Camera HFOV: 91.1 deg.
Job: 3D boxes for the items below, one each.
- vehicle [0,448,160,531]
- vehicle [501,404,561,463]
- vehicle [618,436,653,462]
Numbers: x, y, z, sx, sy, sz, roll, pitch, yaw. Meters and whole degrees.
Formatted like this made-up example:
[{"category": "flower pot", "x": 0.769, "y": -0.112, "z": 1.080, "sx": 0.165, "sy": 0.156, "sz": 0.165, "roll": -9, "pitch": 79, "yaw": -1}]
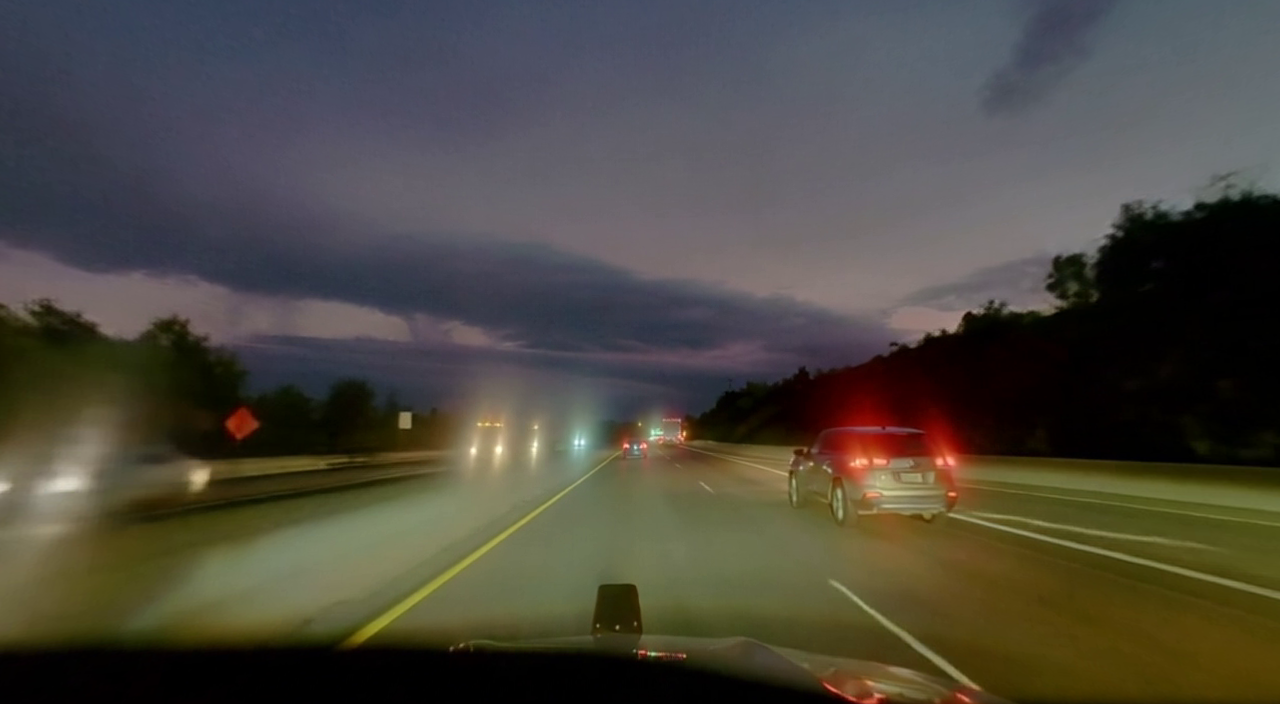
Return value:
[{"category": "vehicle", "x": -12.803, "y": 2.812, "z": 13.339, "sx": 1.877, "sy": 1.490, "sz": 4.134, "roll": 0, "pitch": -8, "yaw": 0}, {"category": "vehicle", "x": -8.439, "y": 6.550, "z": 49.920, "sx": 3.129, "sy": 4.014, "sz": 10.246, "roll": -4, "pitch": -8, "yaw": -2}, {"category": "vehicle", "x": -0.327, "y": 5.817, "z": 37.895, "sx": 2.004, "sy": 1.472, "sz": 4.075, "roll": 0, "pitch": -8, "yaw": -1}]
